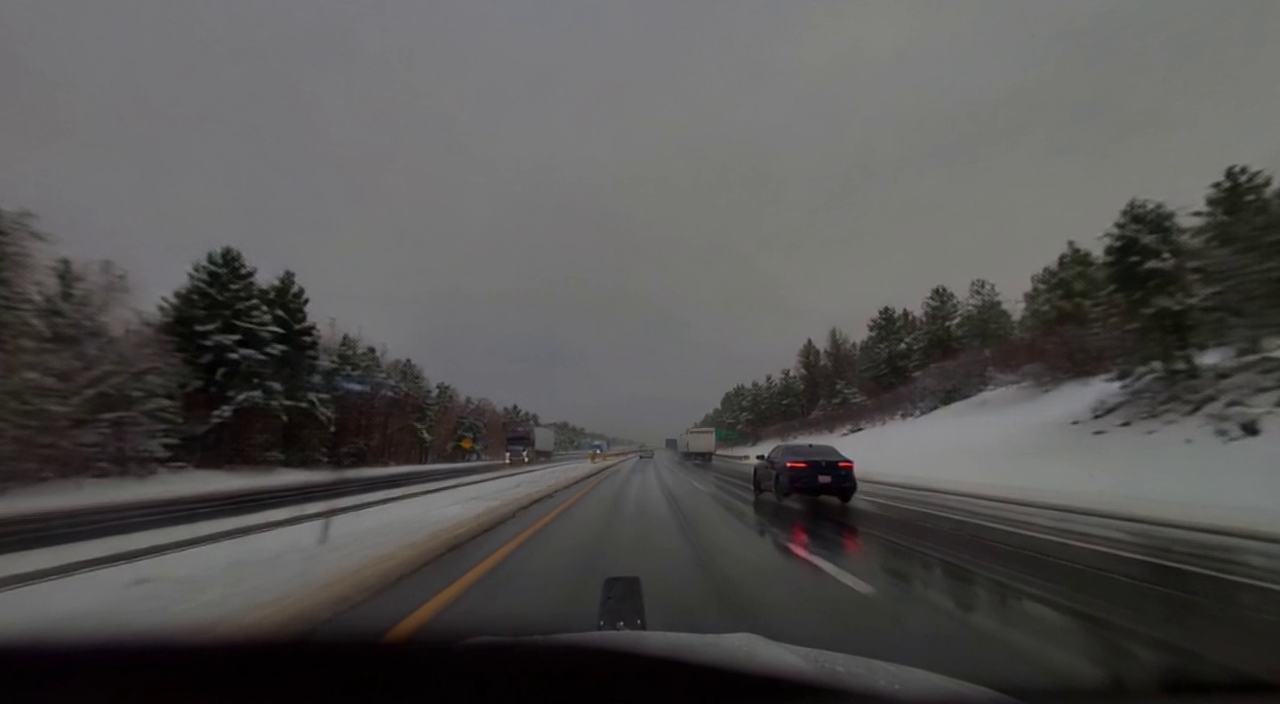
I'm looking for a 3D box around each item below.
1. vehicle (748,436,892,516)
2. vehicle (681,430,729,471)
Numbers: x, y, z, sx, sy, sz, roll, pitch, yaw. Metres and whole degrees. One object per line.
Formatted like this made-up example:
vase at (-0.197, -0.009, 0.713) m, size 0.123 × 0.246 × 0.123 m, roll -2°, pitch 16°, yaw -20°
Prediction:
vehicle at (3.871, 2.735, 14.338) m, size 2.043 × 1.542 × 3.881 m, roll 0°, pitch -9°, yaw -1°
vehicle at (4.207, 6.484, 41.599) m, size 2.423 × 2.517 × 5.055 m, roll 0°, pitch -9°, yaw -2°
